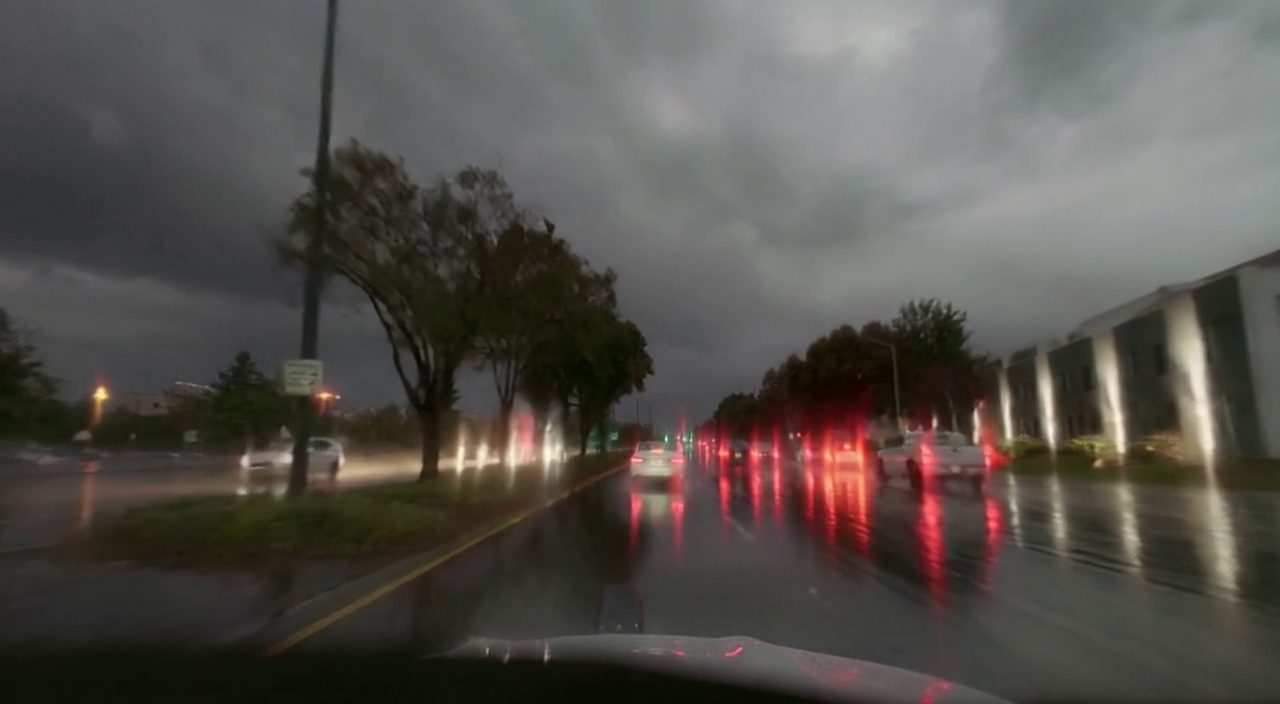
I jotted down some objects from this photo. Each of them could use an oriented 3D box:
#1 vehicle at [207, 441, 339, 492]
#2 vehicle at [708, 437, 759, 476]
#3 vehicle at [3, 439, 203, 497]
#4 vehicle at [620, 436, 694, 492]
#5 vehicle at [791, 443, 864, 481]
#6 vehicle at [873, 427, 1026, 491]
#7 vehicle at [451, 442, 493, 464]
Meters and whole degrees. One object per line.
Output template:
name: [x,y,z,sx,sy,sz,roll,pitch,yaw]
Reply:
vehicle: [-12.555,3.899,21.959,1.869,1.549,4.675,1,-8,-2]
vehicle: [4.577,5.193,31.457,1.976,1.796,4.159,0,-9,1]
vehicle: [-16.008,3.454,19.191,2.036,1.524,4.590,0,-9,0]
vehicle: [0.550,3.603,20.530,2.145,1.603,4.369,0,-9,2]
vehicle: [7.981,4.710,27.199,1.928,1.488,4.361,0,-9,1]
vehicle: [11.419,4.030,24.101,2.493,2.084,6.892,0,-9,1]
vehicle: [-12.107,7.290,45.501,1.785,1.503,3.885,0,-9,3]
